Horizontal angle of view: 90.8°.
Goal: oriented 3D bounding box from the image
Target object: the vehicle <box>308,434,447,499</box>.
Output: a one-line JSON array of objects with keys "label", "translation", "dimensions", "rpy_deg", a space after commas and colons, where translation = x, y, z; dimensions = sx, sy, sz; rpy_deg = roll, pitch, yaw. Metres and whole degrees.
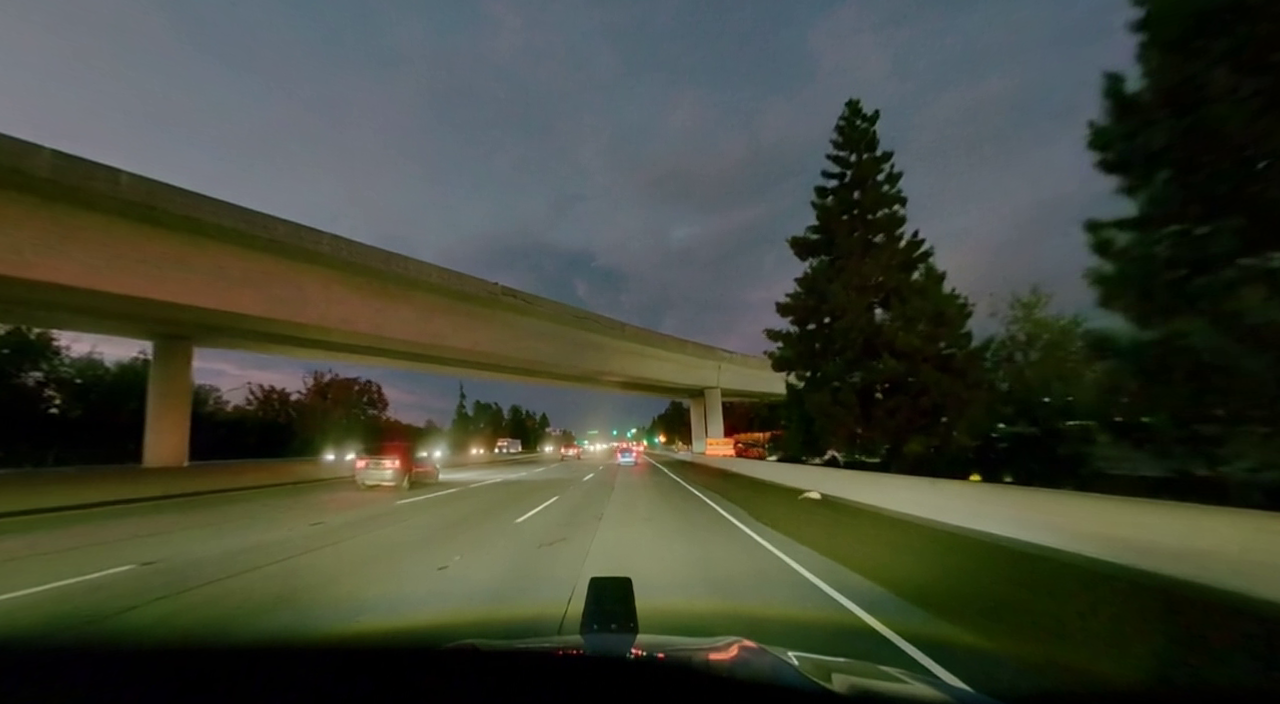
[{"label": "vehicle", "translation": [-7.275, 3.209, 18.103], "dimensions": [2.128, 1.604, 4.279], "rpy_deg": [0, -9, 0]}]

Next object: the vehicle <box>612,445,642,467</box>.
[{"label": "vehicle", "translation": [-0.891, 7.362, 44.998], "dimensions": [2.051, 1.459, 4.092], "rpy_deg": [0, -9, 0]}]
